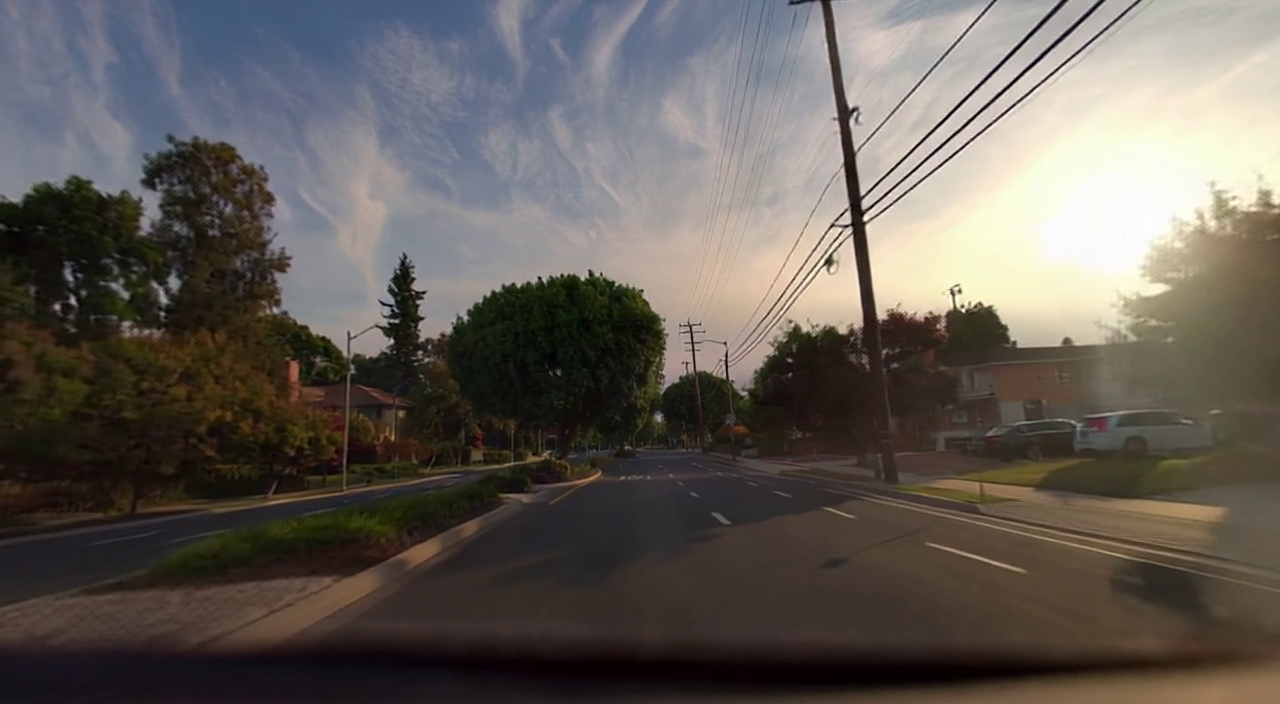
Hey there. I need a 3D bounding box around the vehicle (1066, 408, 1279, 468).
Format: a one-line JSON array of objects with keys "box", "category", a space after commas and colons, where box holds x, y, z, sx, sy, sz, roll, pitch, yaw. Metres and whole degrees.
[{"box": [16.790, 2.745, 20.134, 4.833, 1.786, 2.136, 0, -9, 0], "category": "vehicle"}]

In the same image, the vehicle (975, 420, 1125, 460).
[{"box": [16.573, 3.592, 25.683, 4.681, 1.541, 2.049, 0, -9, -3], "category": "vehicle"}]

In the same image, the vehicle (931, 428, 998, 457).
[{"box": [22.128, 6.223, 43.323, 1.960, 1.873, 4.839, 0, -8, -1], "category": "vehicle"}]
